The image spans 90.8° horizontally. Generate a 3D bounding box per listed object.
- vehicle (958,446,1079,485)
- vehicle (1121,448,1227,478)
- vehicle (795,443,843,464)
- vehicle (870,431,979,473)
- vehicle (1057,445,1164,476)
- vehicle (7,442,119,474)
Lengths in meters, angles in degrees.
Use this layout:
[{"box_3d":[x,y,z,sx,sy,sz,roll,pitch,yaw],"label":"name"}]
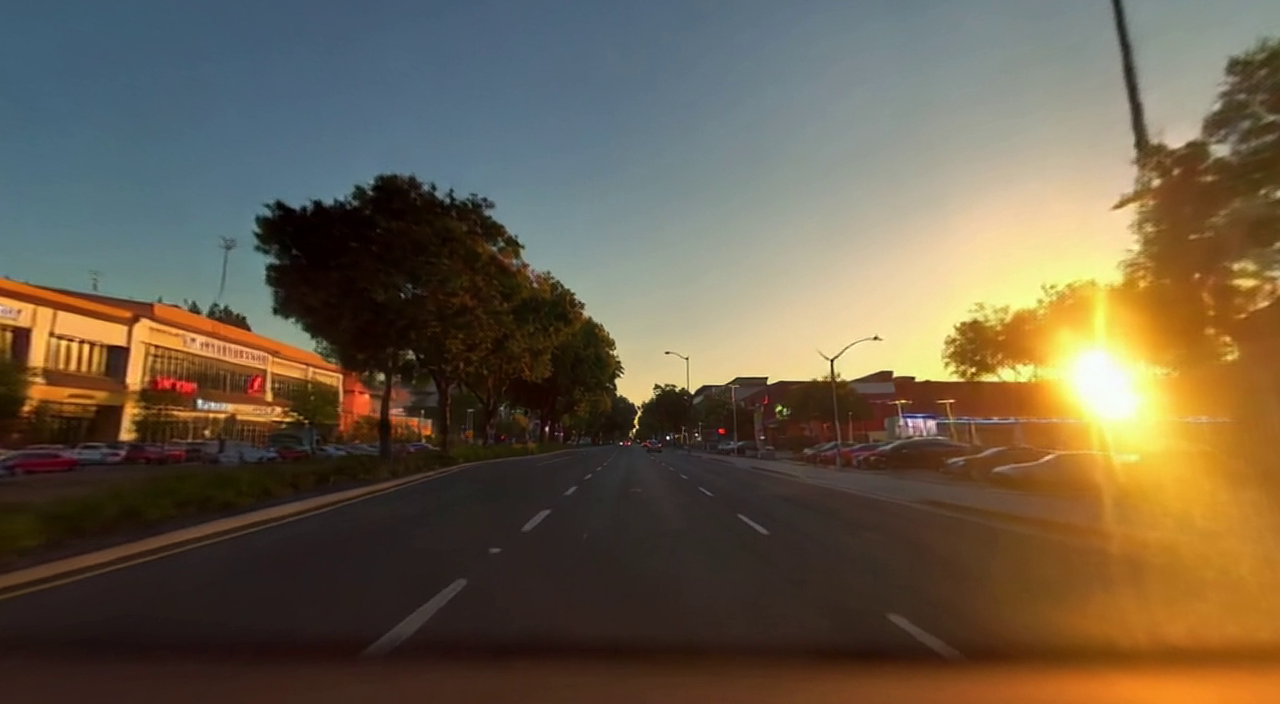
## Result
[{"box_3d":[15.722,4.712,26.618,1.936,1.464,4.867,1,-8,-2],"label":"vehicle"},{"box_3d":[28.181,5.845,33.501,1.852,1.456,3.831,2,-9,-11],"label":"vehicle"},{"box_3d":[12.806,7.274,45.515,1.865,1.434,4.373,1,-8,-5],"label":"vehicle"},{"box_3d":[14.755,5.244,33.271,2.189,1.951,5.828,0,-9,-10],"label":"vehicle"},{"box_3d":[24.673,5.673,33.352,1.950,1.473,4.126,2,-9,-14],"label":"vehicle"},{"box_3d":[-30.575,5.619,33.570,4.104,1.576,1.852,0,-8,1],"label":"vehicle"}]
